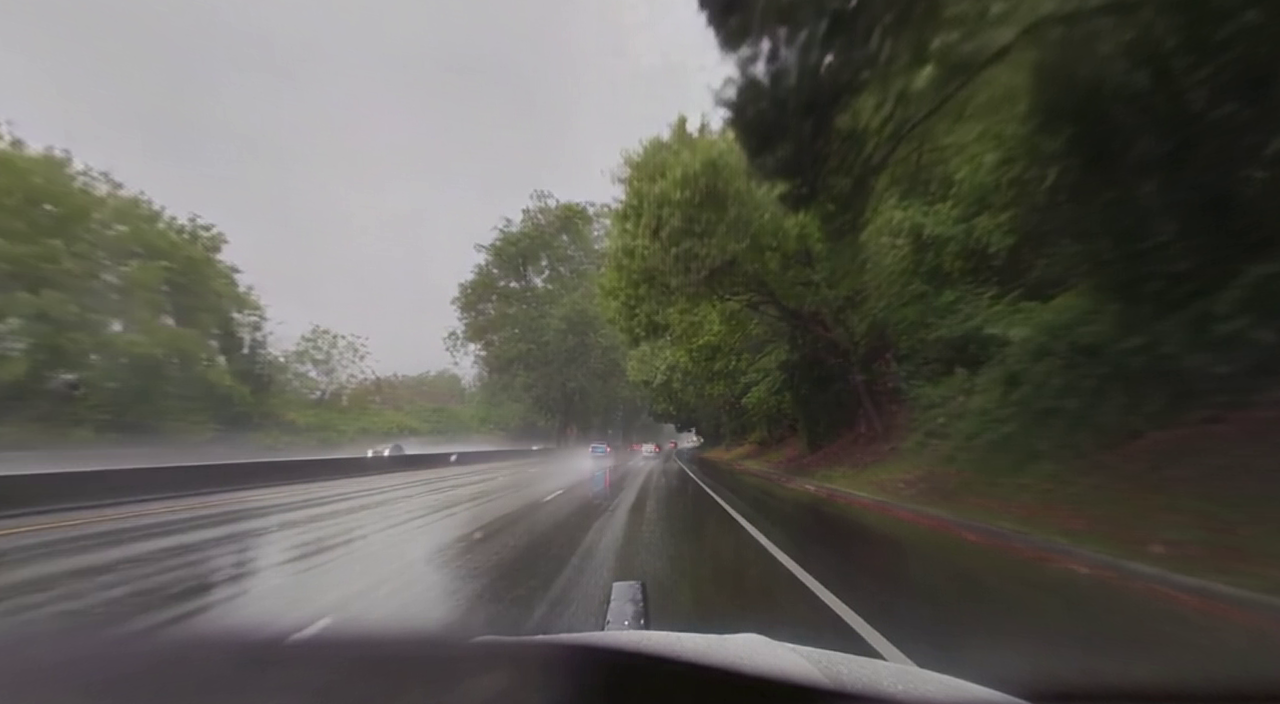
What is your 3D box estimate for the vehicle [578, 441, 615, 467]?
[{"bbox_3d":[-2.701,6.492,40.157,2.015,1.561,4.469,0,-8,0],"label":"vehicle"}]
